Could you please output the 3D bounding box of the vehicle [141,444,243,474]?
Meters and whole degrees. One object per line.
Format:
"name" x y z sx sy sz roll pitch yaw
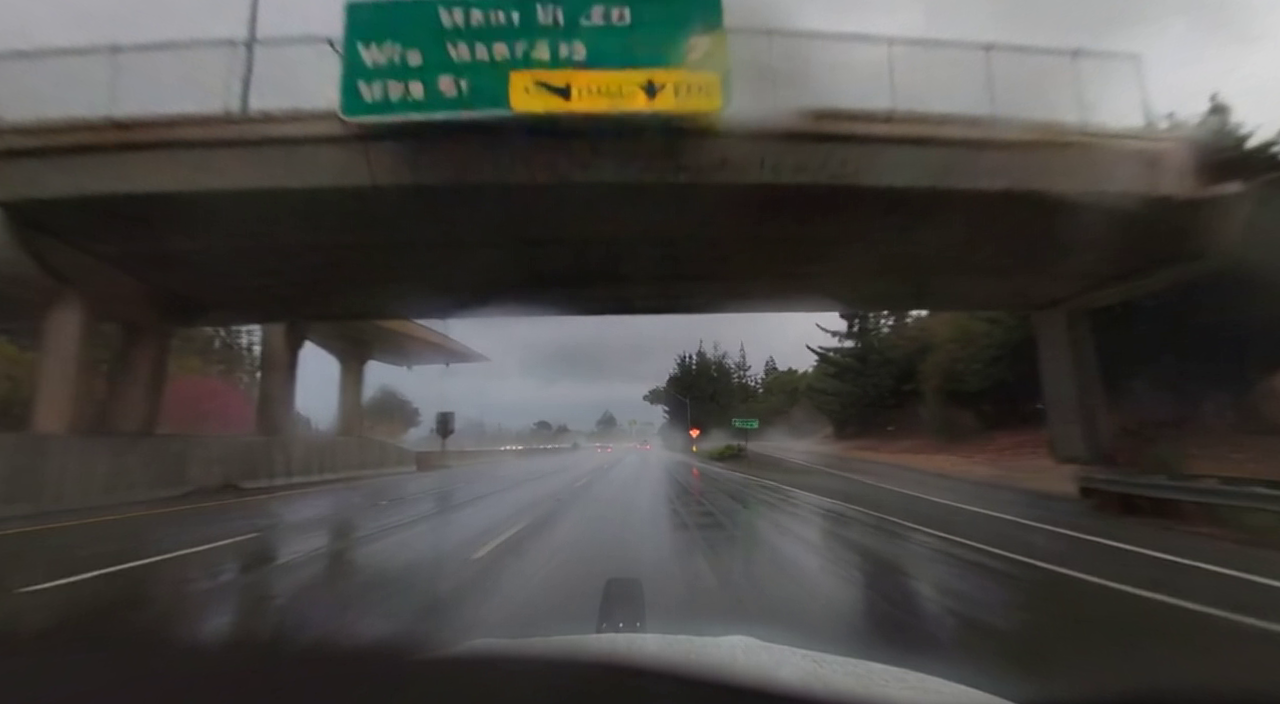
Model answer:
"vehicle" -32.359 7.731 45.849 2.455 2.029 6.614 0 -9 2
